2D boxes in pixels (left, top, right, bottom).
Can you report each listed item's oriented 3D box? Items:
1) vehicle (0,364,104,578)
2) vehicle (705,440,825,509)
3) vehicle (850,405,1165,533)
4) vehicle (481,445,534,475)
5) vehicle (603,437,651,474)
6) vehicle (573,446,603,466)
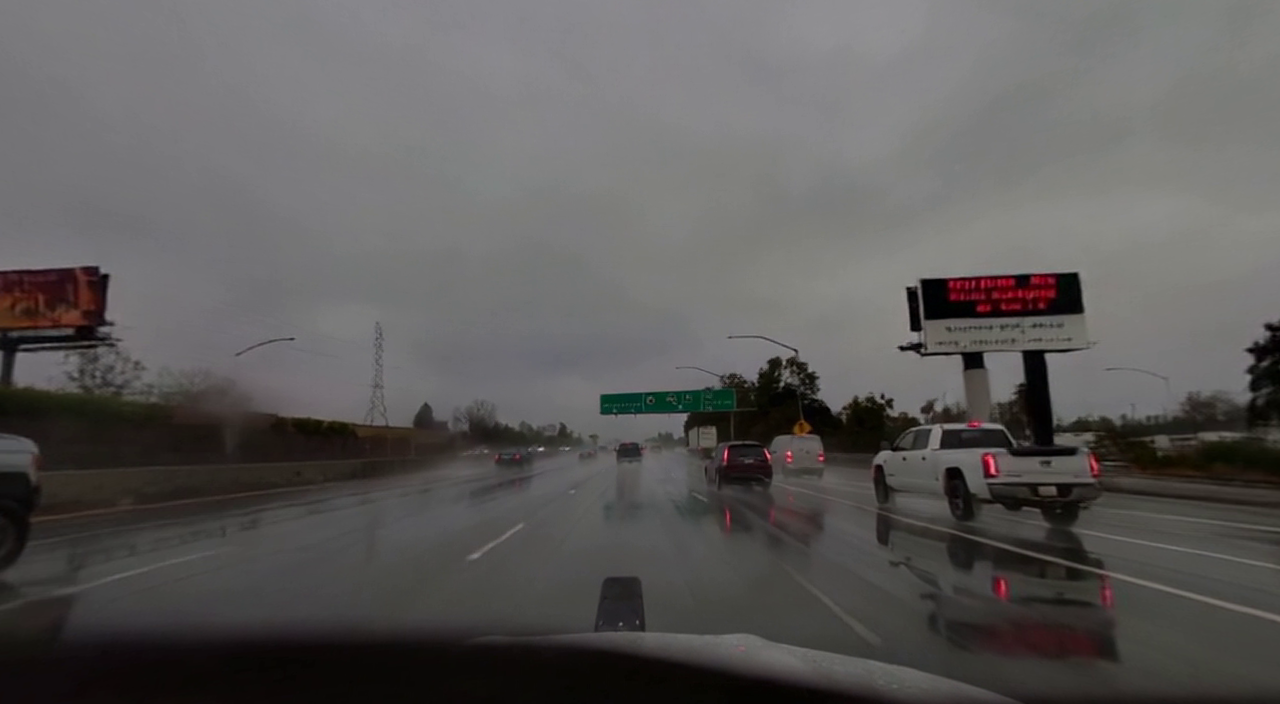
[{"bbox_3d":[-7.269,0.828,3.964,2.444,2.012,6.122,0,-8,0],"label":"vehicle"},{"bbox_3d":[2.916,2.954,15.780,2.011,1.462,4.286,0,-8,-1],"label":"vehicle"},{"bbox_3d":[6.554,2.206,12.569,2.635,1.919,5.907,0,-8,-1],"label":"vehicle"},{"bbox_3d":[-7.095,5.806,34.292,1.920,1.482,4.385,0,-8,0],"label":"vehicle"},{"bbox_3d":[-0.634,5.389,33.168,2.323,1.805,4.729,0,-8,0],"label":"vehicle"},{"bbox_3d":[-3.978,7.977,48.555,1.935,1.487,4.076,0,-8,0],"label":"vehicle"}]
